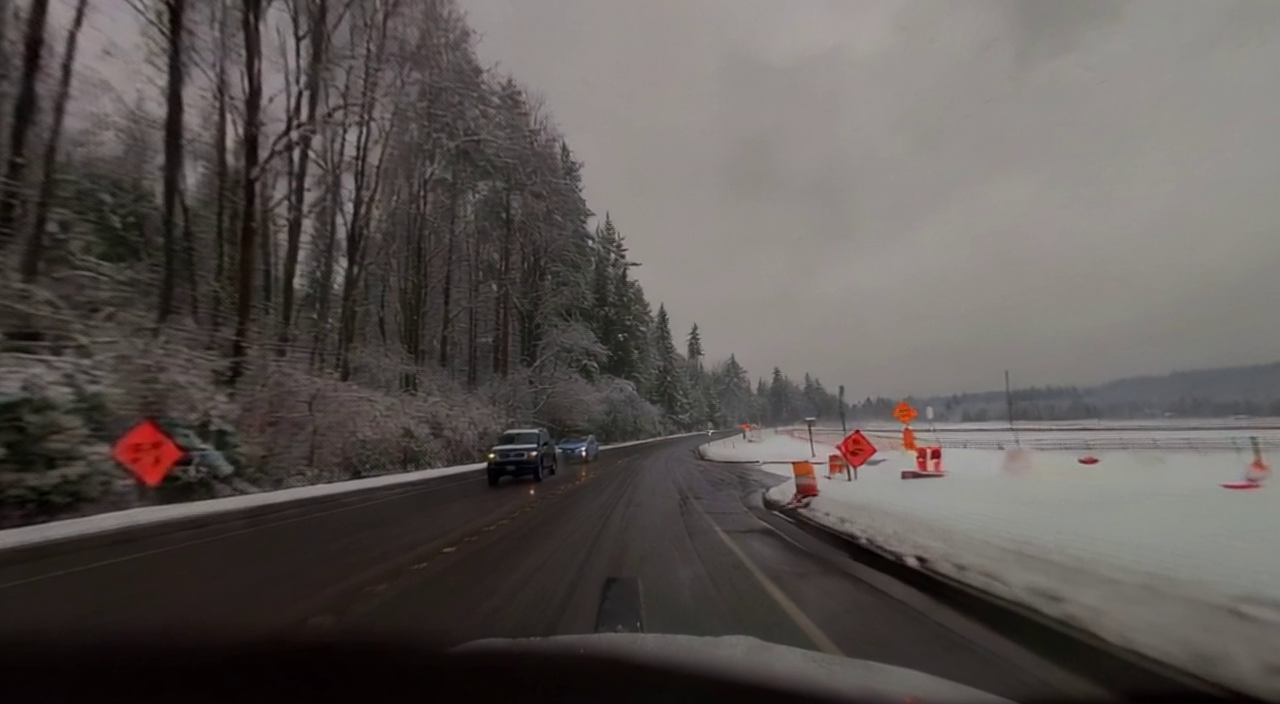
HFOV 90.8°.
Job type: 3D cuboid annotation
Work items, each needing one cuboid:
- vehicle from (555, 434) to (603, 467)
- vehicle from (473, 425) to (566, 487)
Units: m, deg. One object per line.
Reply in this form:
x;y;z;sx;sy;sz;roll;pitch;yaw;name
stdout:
-3.563;5.858;37.759;2.033;1.765;4.698;-2;-8;4;vehicle
-4.115;3.656;22.542;2.119;1.935;4.881;-1;-8;3;vehicle
